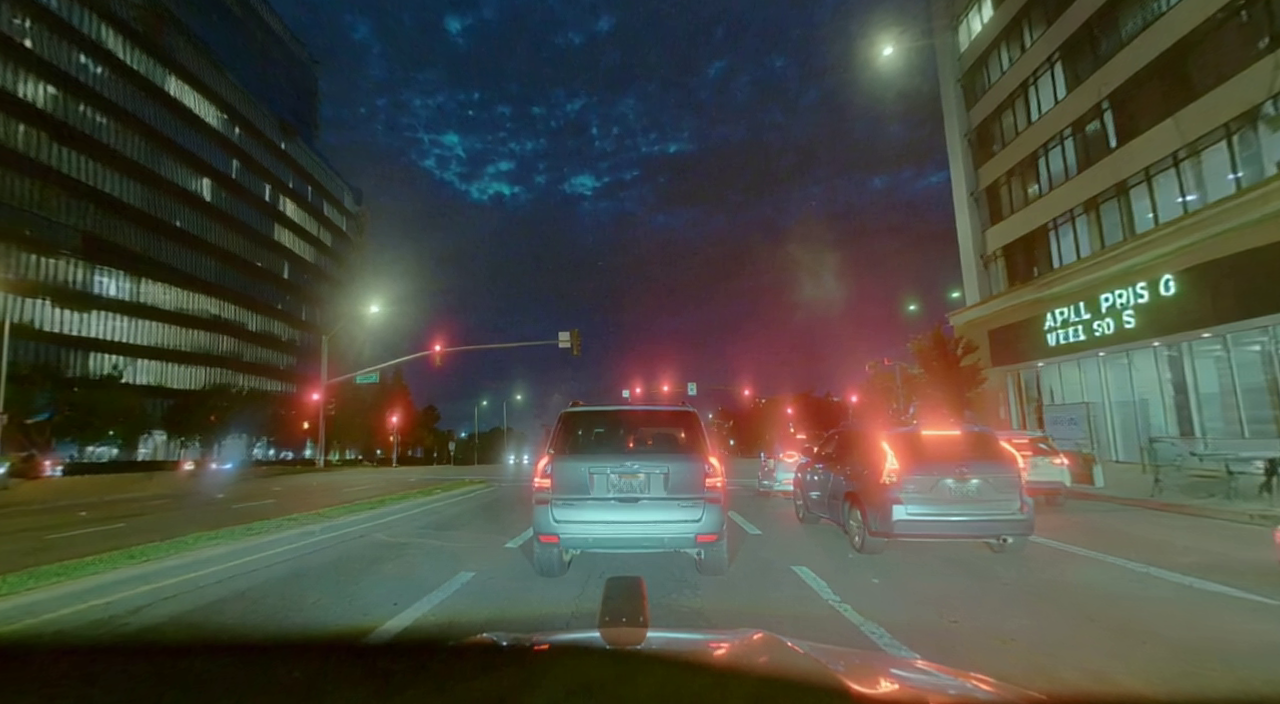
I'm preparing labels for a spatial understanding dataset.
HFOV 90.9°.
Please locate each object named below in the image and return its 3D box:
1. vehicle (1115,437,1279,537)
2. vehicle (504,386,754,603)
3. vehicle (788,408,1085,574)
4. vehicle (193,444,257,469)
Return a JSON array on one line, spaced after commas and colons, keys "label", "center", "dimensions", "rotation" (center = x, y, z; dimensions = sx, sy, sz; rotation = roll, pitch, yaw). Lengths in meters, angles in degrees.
[{"label": "vehicle", "center": [10.383, 2.131, 10.248], "dimensions": [1.815, 1.468, 4.534], "rotation": [0, -8, 1]}, {"label": "vehicle", "center": [-0.011, 1.542, 7.681], "dimensions": [2.154, 1.861, 4.280], "rotation": [0, -8, 3]}, {"label": "vehicle", "center": [3.608, 1.764, 8.801], "dimensions": [2.036, 1.719, 4.318], "rotation": [0, -8, 0]}, {"label": "vehicle", "center": [-27.460, 6.874, 41.850], "dimensions": [1.693, 1.563, 3.716], "rotation": [0, -8, 0]}]
